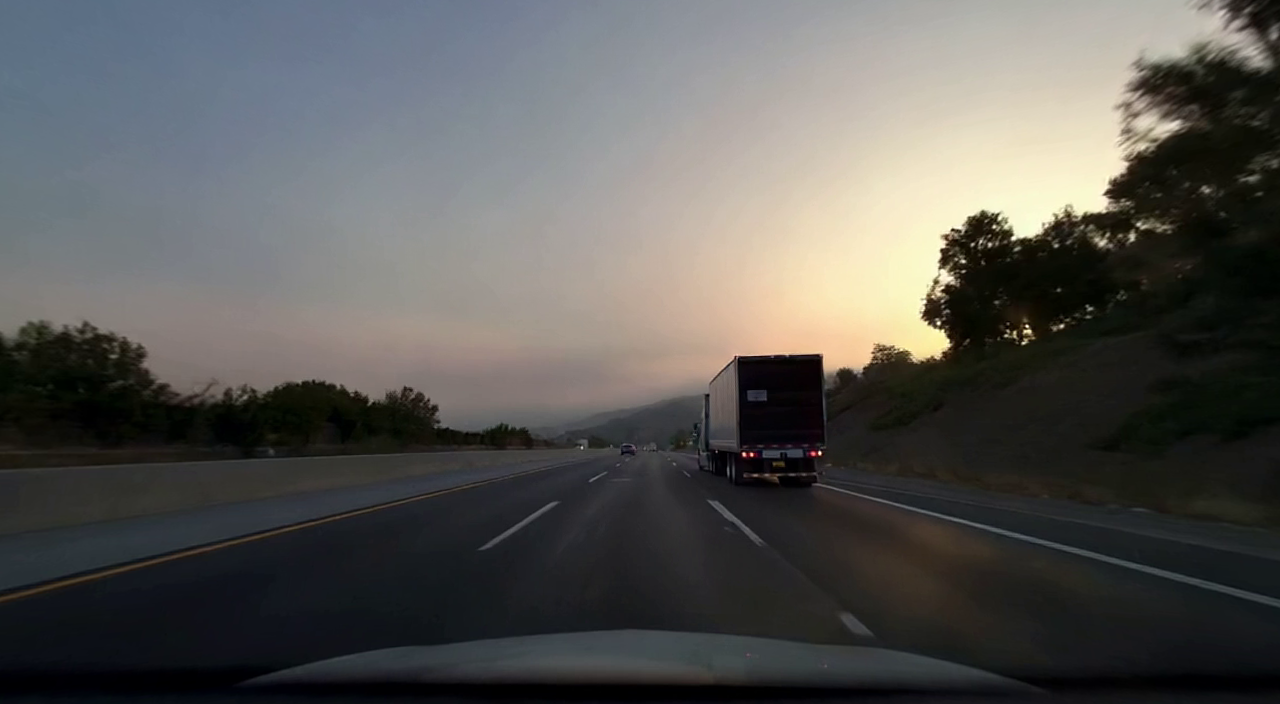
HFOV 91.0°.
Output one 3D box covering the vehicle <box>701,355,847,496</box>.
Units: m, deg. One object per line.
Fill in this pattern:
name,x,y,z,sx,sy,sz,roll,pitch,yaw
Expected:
vehicle,4.126,2.792,22.777,2.870,3.768,11.872,0,-8,1
